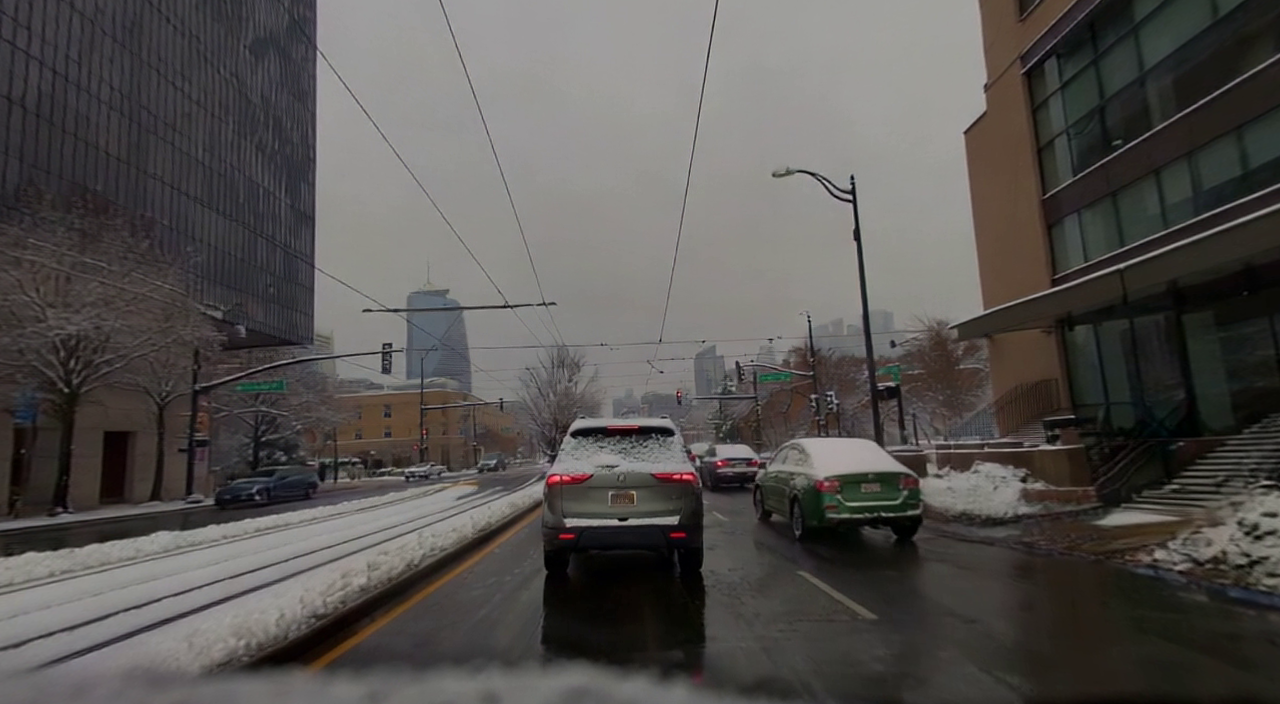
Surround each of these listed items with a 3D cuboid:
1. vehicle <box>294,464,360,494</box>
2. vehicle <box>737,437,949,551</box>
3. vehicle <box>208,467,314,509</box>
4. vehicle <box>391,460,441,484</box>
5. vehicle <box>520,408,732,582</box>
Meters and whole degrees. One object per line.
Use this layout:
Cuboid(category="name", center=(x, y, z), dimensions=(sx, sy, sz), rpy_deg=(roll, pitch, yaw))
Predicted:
Cuboid(category="vehicle", center=(-19.858, 8.054, 40.341), dimensions=(2.066, 1.700, 4.536), rpy_deg=(0, -8, -3))
Cuboid(category="vehicle", center=(3.041, 2.216, 10.633), dimensions=(1.993, 1.480, 4.324), rpy_deg=(0, -8, -2))
Cuboid(category="vehicle", center=(-15.493, 5.558, 26.141), dimensions=(1.798, 1.409, 4.239), rpy_deg=(0, -8, -1))
Cuboid(category="vehicle", center=(-15.772, 8.453, 44.746), dimensions=(2.077, 1.458, 4.718), rpy_deg=(0, -9, -3))
Cuboid(category="vehicle", center=(-0.235, 1.792, 8.744), dimensions=(2.178, 1.779, 4.255), rpy_deg=(0, -8, -3))
